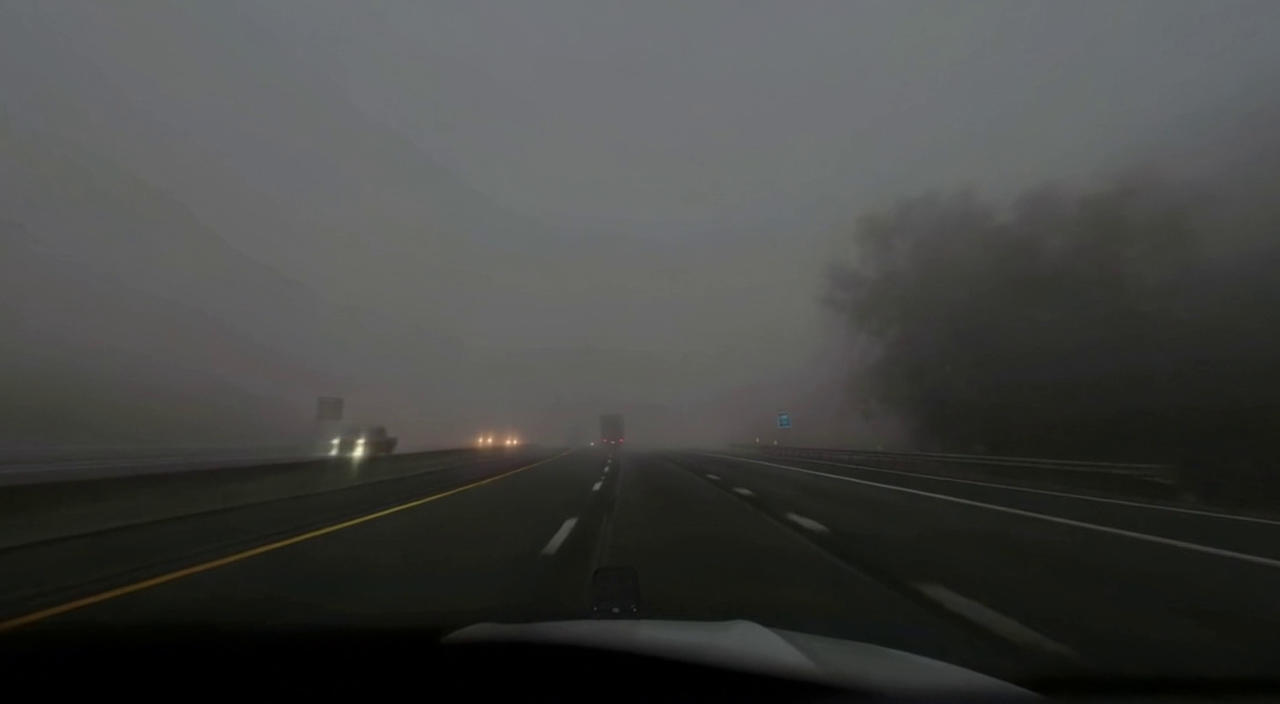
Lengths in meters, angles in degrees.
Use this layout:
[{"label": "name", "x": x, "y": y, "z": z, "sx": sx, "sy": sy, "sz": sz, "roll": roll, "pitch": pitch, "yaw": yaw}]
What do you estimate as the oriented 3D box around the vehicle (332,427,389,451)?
[{"label": "vehicle", "x": -19.593, "y": 6.135, "z": 44.356, "sx": 1.948, "sy": 1.569, "sz": 4.674, "roll": 0, "pitch": -8, "yaw": -2}]
